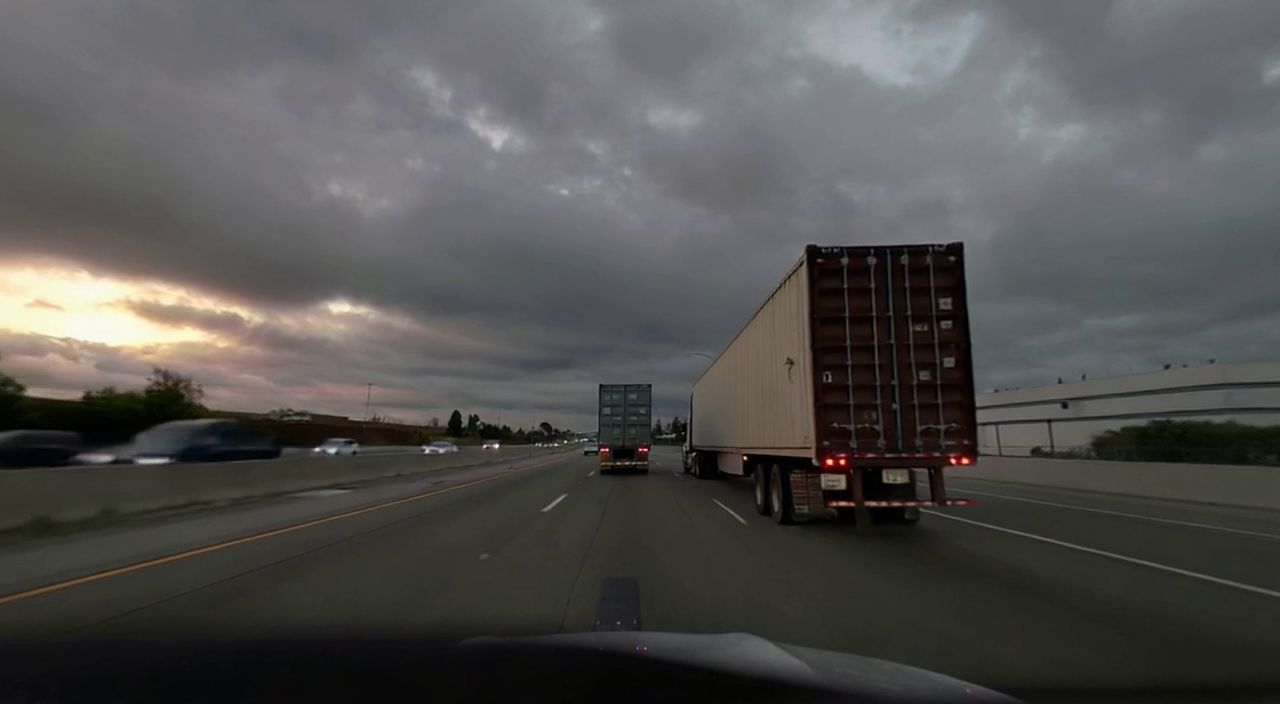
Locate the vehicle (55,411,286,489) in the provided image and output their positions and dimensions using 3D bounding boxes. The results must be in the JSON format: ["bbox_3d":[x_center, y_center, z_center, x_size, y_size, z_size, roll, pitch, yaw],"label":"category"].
[{"bbox_3d":[-12.528,2.698,17.589,2.220,1.787,5.560,0,-8,-1],"label":"vehicle"}]

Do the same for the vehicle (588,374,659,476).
[{"bbox_3d":[-0.558,3.833,31.670,2.841,4.071,12.046,-1,-8,1],"label":"vehicle"}]

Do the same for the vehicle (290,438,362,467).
[{"bbox_3d":[-17.782,5.700,36.088,1.897,1.498,4.642,0,-8,-2],"label":"vehicle"}]

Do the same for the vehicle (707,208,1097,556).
[{"bbox_3d":[3.649,1.198,13.705,2.803,4.072,12.744,0,-8,-1],"label":"vehicle"}]

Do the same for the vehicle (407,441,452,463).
[{"bbox_3d":[-14.341,6.829,43.338,1.814,1.449,4.409,0,-8,-3],"label":"vehicle"}]
